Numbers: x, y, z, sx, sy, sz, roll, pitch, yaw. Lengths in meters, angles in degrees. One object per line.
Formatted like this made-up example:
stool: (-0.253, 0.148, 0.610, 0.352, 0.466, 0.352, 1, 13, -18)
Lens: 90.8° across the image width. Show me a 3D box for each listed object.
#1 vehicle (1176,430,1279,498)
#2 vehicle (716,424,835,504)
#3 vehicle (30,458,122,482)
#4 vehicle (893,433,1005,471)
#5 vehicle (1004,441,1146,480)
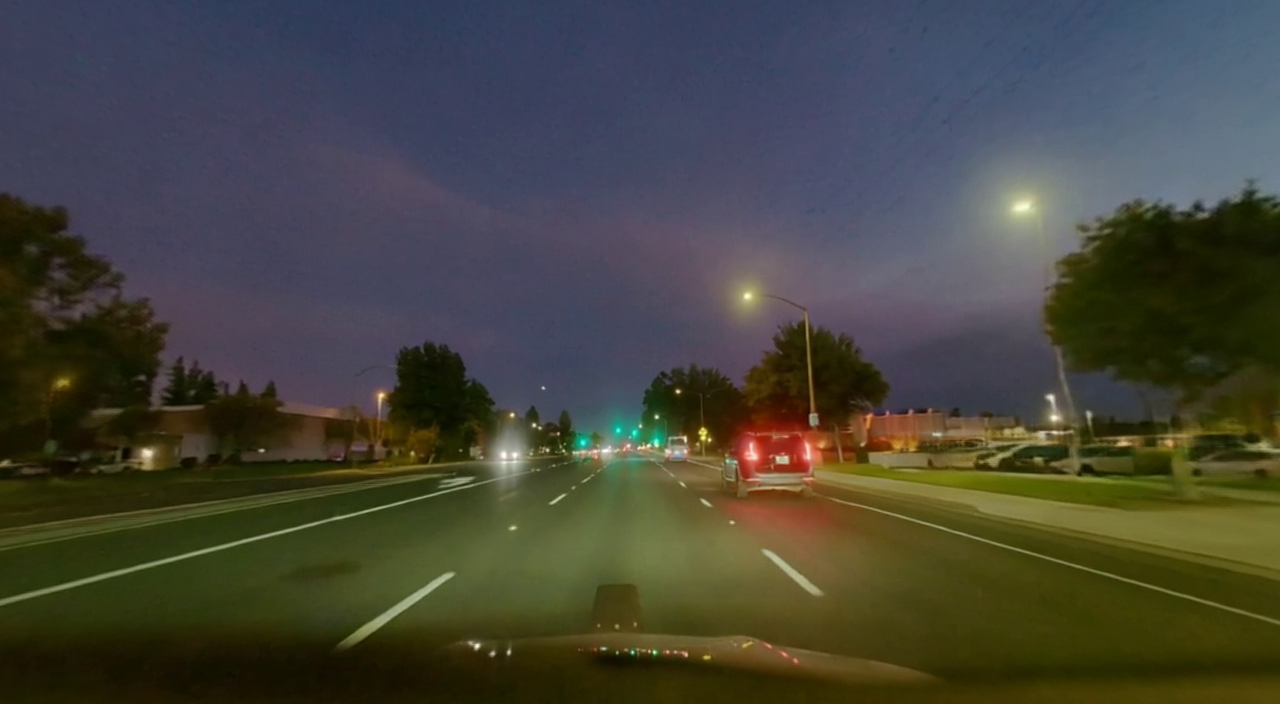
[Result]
vehicle: (18.038, 3.048, 17.455, 4.970, 1.700, 2.108, 2, -9, -11)
vehicle: (3.356, 2.881, 16.611, 2.060, 1.816, 4.343, 0, -9, -1)
vehicle: (-41.739, 8.737, 46.832, 4.663, 1.660, 2.182, 0, -9, 0)
vehicle: (15.805, 5.125, 32.456, 4.682, 1.635, 2.053, -2, -9, -6)
vehicle: (16.742, 4.161, 24.414, 4.203, 1.424, 2.077, 2, -9, -11)
